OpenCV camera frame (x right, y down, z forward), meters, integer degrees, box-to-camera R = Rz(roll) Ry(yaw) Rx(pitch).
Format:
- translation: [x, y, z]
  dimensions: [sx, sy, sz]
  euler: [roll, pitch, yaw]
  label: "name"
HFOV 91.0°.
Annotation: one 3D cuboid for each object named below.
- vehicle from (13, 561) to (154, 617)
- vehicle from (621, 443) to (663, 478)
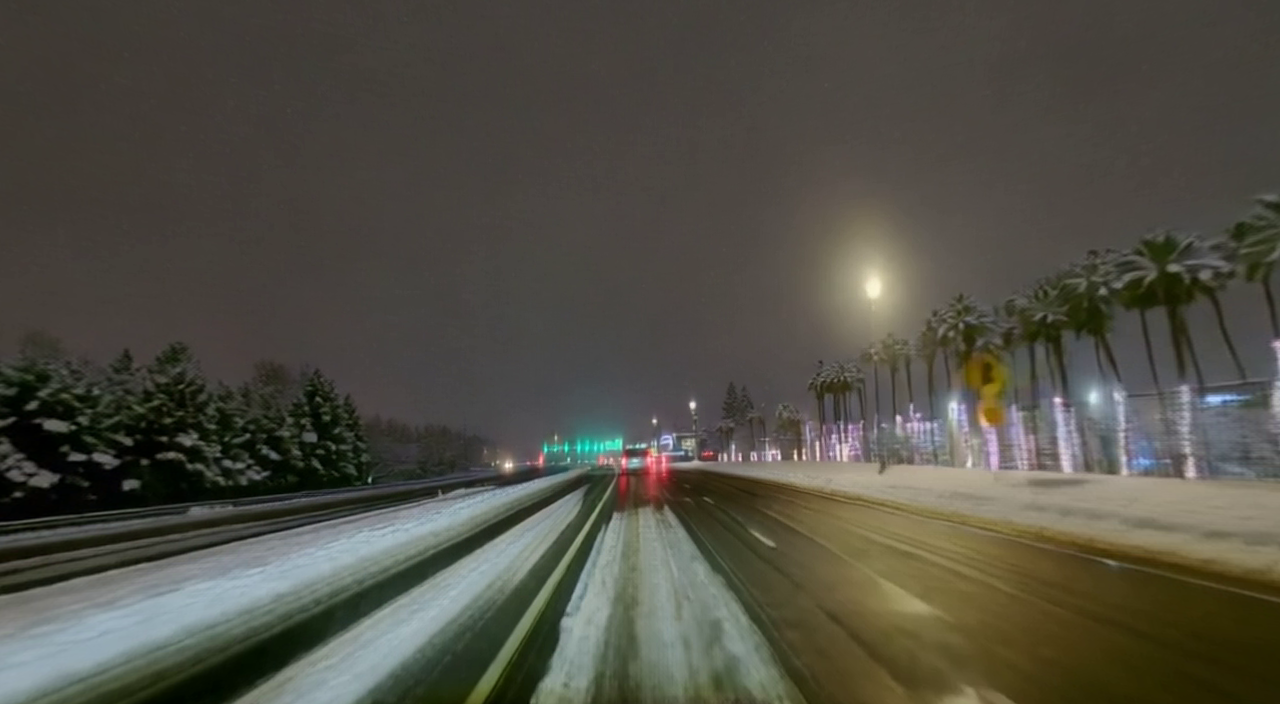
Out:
- translation: [-30.108, 12.831, 34.447]
  dimensions: [2.309, 1.963, 5.918]
  euler: [0, -11, 0]
  label: "vehicle"
- translation: [0.067, 5.769, 33.657]
  dimensions: [2.089, 1.718, 4.193]
  euler: [0, -9, -1]
  label: "vehicle"
